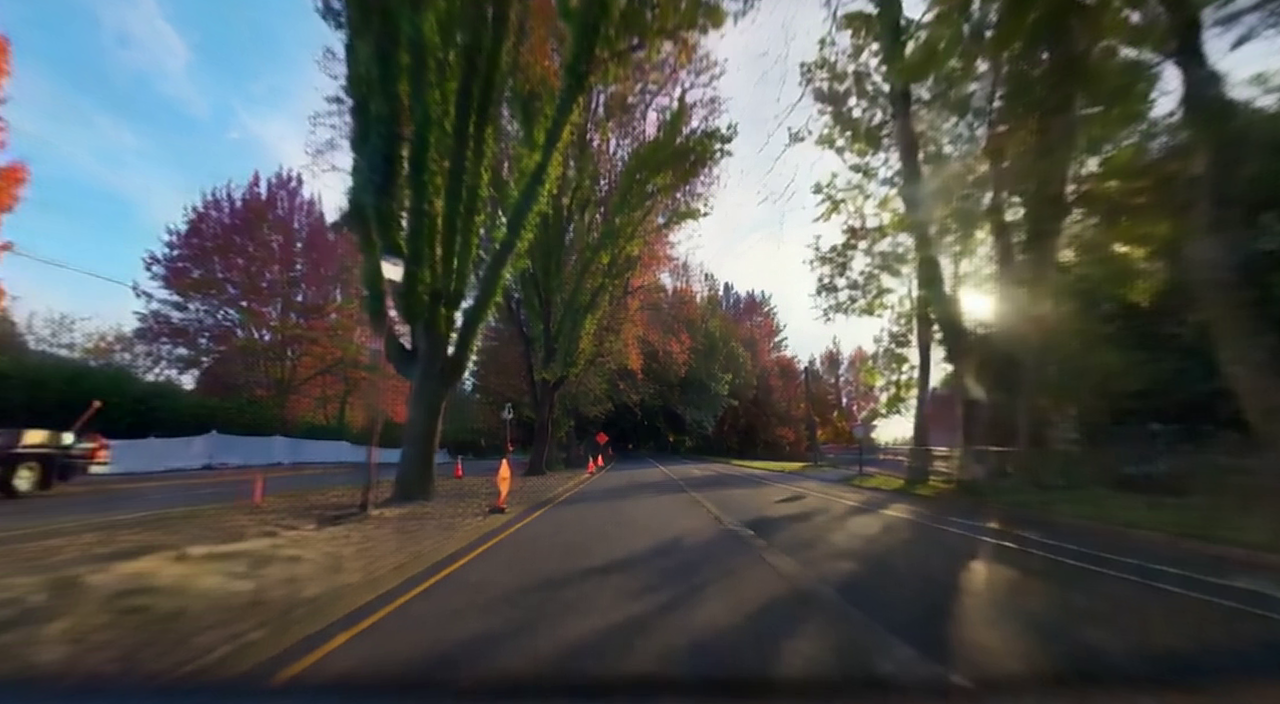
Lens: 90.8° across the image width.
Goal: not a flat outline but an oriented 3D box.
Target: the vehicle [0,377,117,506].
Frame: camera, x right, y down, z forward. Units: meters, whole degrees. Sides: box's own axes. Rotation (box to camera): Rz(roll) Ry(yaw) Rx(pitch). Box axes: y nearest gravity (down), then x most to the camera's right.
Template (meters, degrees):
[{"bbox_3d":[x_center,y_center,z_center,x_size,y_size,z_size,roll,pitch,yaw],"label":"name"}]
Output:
[{"bbox_3d":[-19.104,2.179,15.437,2.956,3.466,10.408,-1,-9,5],"label":"vehicle"}]
